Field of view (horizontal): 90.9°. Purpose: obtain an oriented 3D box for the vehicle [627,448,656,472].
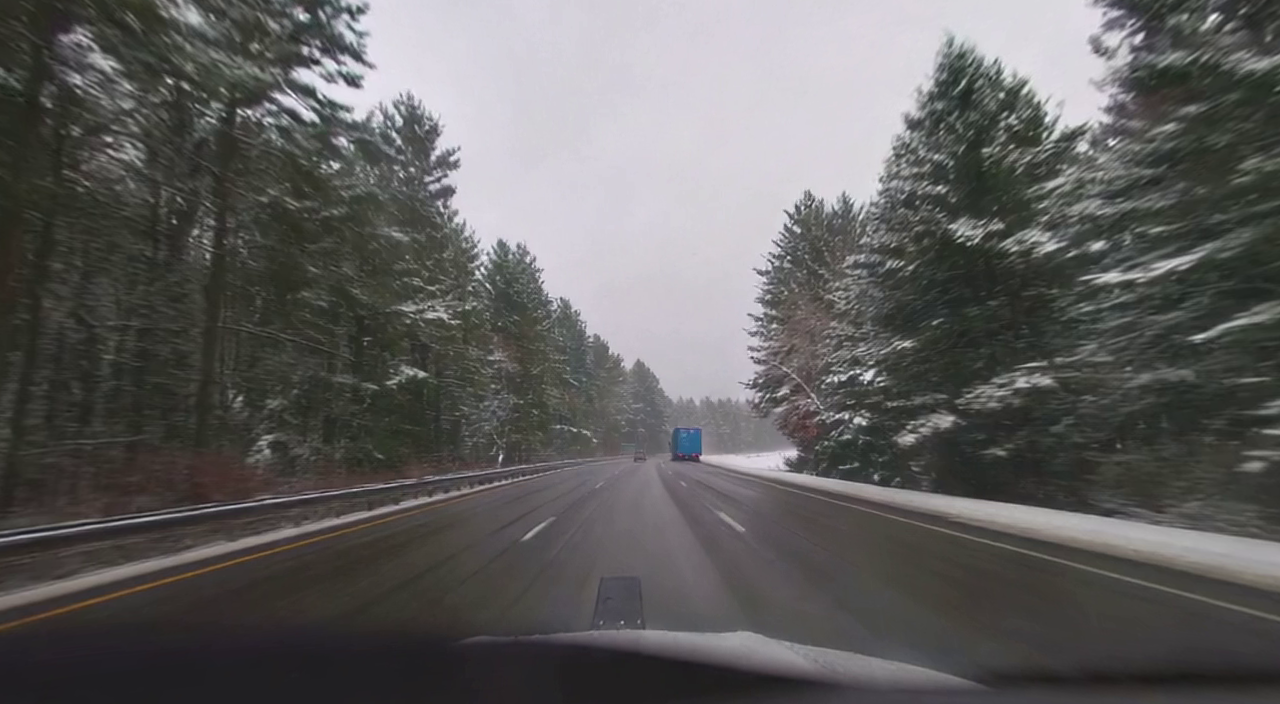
[{"bbox_3d":[0.079,7.380,43.169,1.900,1.497,3.732,0,-9,0],"label":"vehicle"}]
